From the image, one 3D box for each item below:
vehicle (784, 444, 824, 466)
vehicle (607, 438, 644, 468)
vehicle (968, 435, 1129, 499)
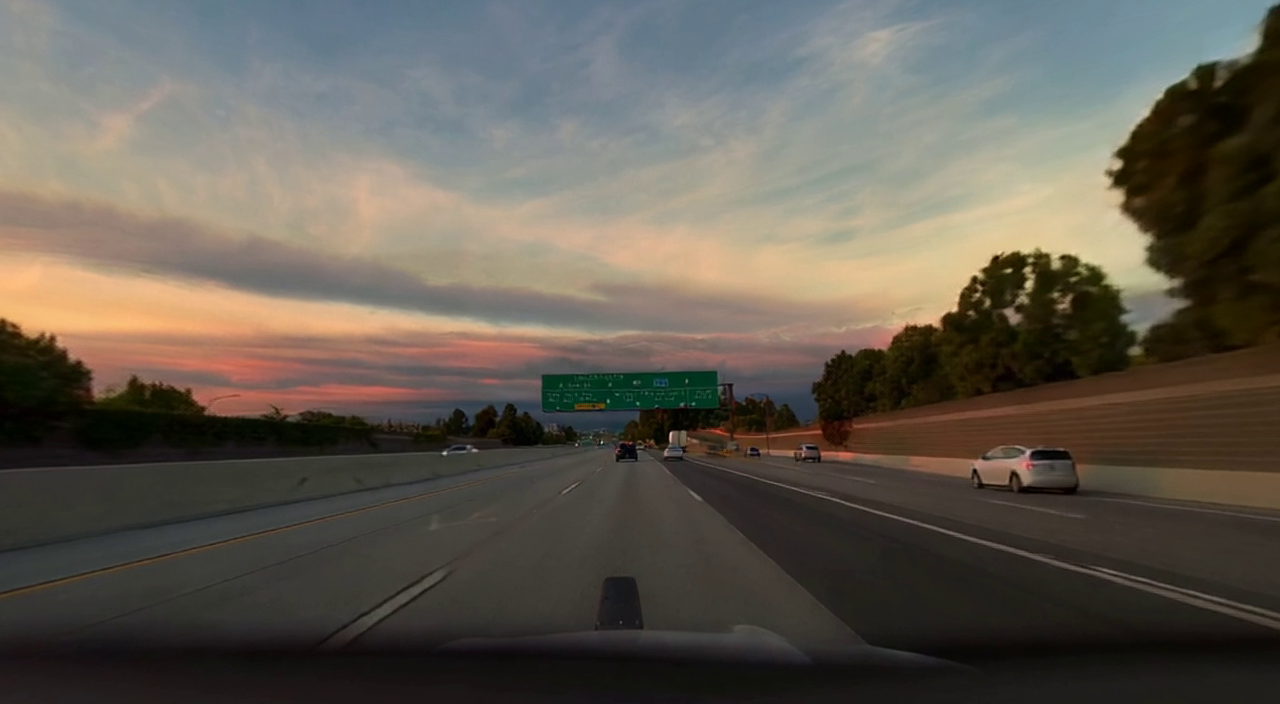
[{"bbox_3d":[12.199,7.648,47.242,1.867,1.563,4.436,0,-8,2],"label":"vehicle"},{"bbox_3d":[-0.863,6.166,38.820,2.121,1.739,4.087,0,-8,0],"label":"vehicle"},{"bbox_3d":[12.076,3.407,19.114,1.912,1.673,4.438,0,-8,1],"label":"vehicle"}]
